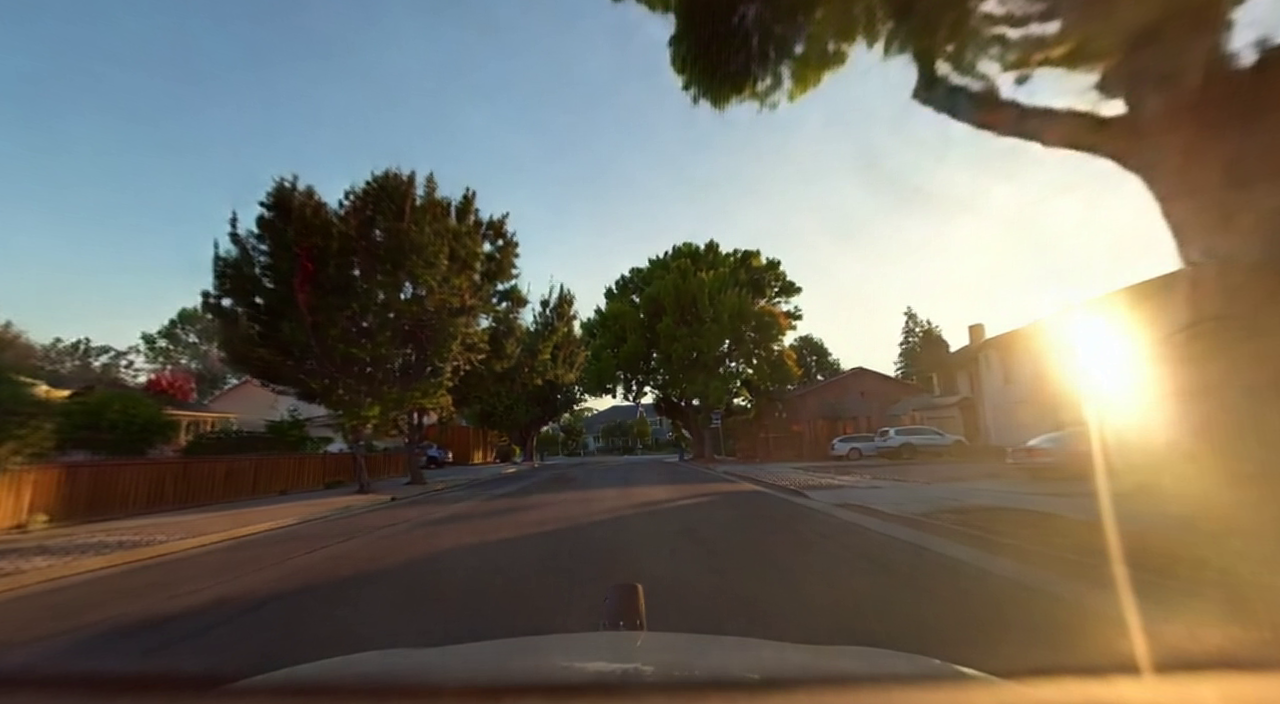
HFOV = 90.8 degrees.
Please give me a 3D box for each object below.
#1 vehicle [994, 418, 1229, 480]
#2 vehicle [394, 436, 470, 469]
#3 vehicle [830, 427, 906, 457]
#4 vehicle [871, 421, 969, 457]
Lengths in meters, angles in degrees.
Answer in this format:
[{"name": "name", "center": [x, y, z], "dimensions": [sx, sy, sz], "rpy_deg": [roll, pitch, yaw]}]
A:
[{"name": "vehicle", "center": [11.740, 2.456, 15.990], "dimensions": [4.415, 1.457, 1.797], "rpy_deg": [0, -8, 1]}, {"name": "vehicle", "center": [-12.737, 6.104, 38.529], "dimensions": [4.656, 1.835, 2.039], "rpy_deg": [-6, -11, 37]}, {"name": "vehicle", "center": [12.871, 5.117, 35.875], "dimensions": [3.780, 1.601, 2.025], "rpy_deg": [-2, -9, 13]}, {"name": "vehicle", "center": [14.249, 4.477, 32.390], "dimensions": [4.261, 1.725, 1.955], "rpy_deg": [-2, -9, 14]}]
